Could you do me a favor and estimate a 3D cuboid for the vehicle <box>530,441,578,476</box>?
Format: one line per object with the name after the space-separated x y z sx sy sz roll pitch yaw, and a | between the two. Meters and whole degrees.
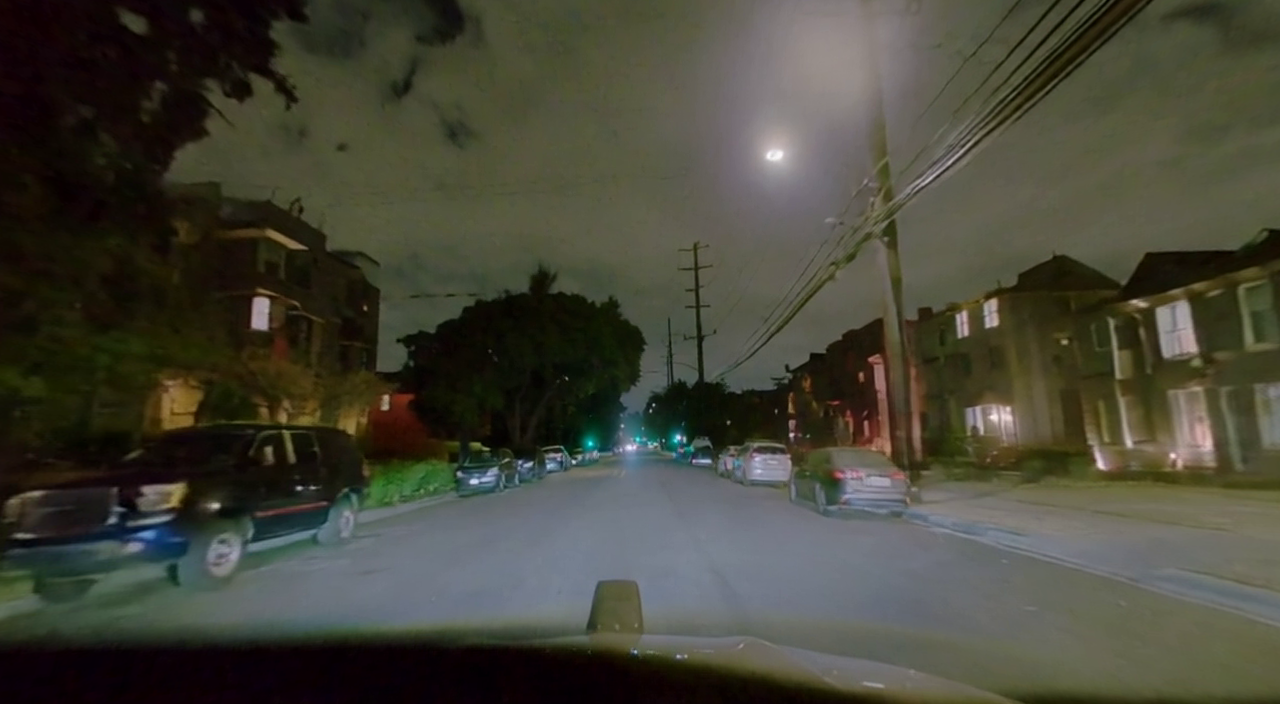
-5.295 6.612 39.544 2.285 1.895 5.883 -3 -8 -2 | vehicle

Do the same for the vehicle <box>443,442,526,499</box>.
-5.404 4.135 22.525 1.873 1.709 4.206 -4 -8 0 | vehicle

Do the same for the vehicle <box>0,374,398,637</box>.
-5.298 1.711 8.132 2.242 2.135 5.566 -2 -9 -1 | vehicle

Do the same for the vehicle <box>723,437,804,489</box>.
4.231 3.883 22.413 1.979 1.620 4.684 0 -9 1 | vehicle

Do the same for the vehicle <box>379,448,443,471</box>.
-17.526 8.255 48.417 4.184 1.620 1.852 -1 -8 1 | vehicle

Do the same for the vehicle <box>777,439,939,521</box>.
4.347 2.617 13.439 1.893 1.437 4.369 0 -9 0 | vehicle

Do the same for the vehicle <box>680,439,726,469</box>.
4.185 6.895 42.793 2.279 1.848 5.577 0 -9 -2 | vehicle
